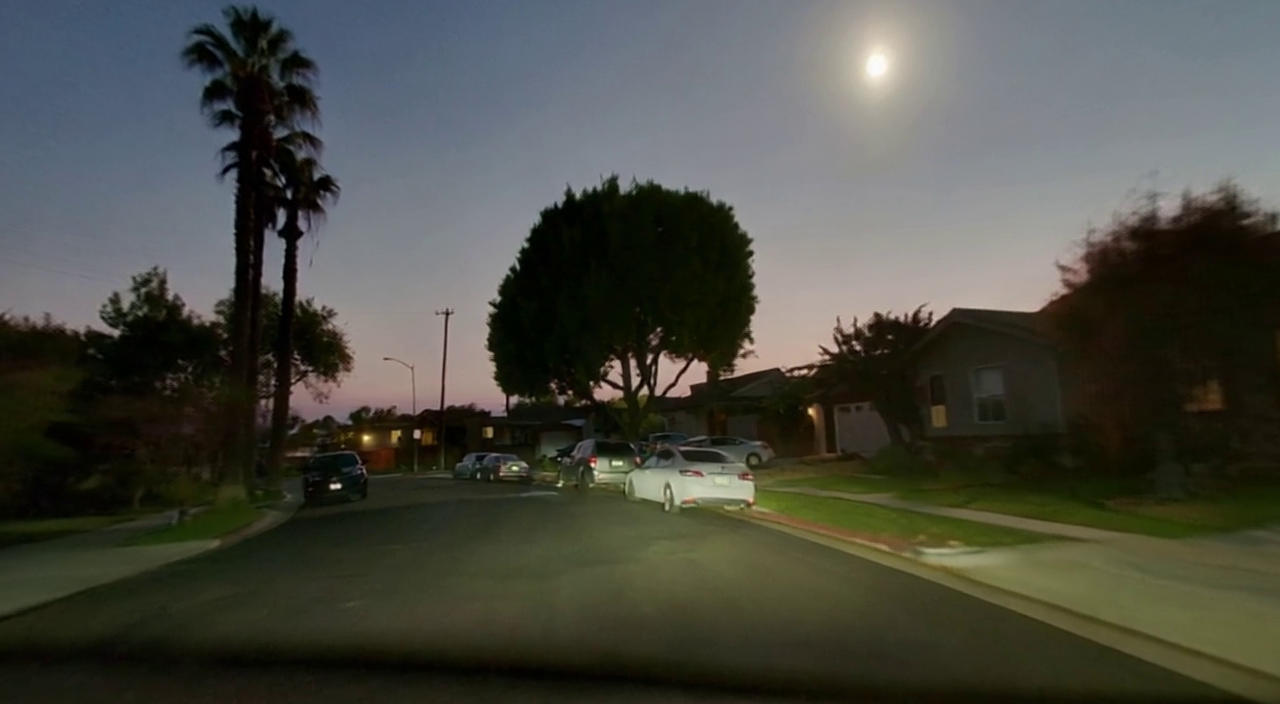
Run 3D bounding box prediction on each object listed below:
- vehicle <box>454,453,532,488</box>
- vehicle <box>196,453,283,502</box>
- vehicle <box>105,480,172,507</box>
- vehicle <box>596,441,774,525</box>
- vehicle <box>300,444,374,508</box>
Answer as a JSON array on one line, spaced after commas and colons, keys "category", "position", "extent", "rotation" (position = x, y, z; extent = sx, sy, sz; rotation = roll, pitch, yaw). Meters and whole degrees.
[{"category": "vehicle", "position": [-7.248, 5.722, 30.749], "extent": [2.006, 1.484, 4.768], "rotation": [6, -10, -35]}, {"category": "vehicle", "position": [-24.309, 7.607, 38.109], "extent": [5.628, 2.109, 2.395], "rotation": [-14, -11, 34]}, {"category": "vehicle", "position": [-35.451, 9.978, 44.486], "extent": [4.390, 1.559, 1.812], "rotation": [-4, -9, 25]}, {"category": "vehicle", "position": [0.725, 2.766, 14.140], "extent": [2.108, 1.503, 4.977], "rotation": [3, -9, -20]}, {"category": "vehicle", "position": [-10.783, 4.302, 22.204], "extent": [2.026, 1.816, 4.532], "rotation": [-1, -8, -30]}]
